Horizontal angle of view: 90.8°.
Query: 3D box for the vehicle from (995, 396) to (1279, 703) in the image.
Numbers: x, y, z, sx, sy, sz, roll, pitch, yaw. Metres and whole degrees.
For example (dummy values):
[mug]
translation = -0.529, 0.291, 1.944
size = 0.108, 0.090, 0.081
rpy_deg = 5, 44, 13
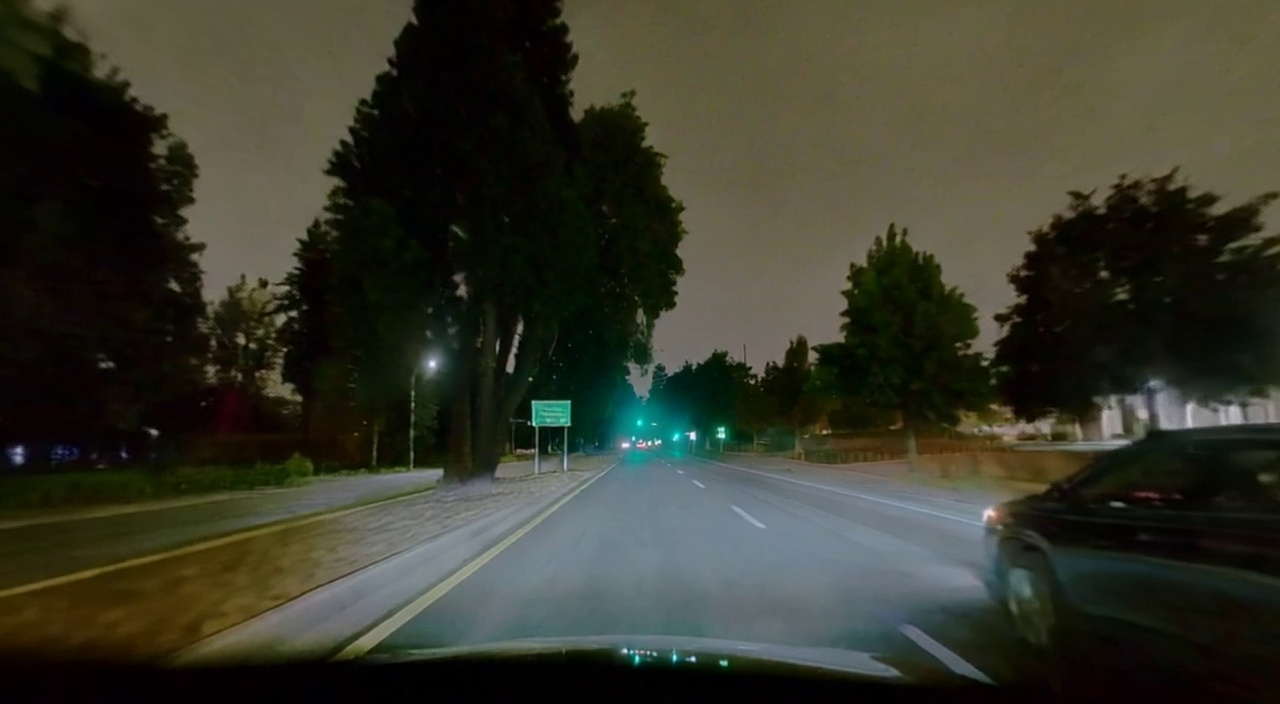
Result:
[vehicle]
translation = 3.481, 0.901, 2.174
size = 1.985, 1.529, 4.316
rpy_deg = 0, -9, 0
